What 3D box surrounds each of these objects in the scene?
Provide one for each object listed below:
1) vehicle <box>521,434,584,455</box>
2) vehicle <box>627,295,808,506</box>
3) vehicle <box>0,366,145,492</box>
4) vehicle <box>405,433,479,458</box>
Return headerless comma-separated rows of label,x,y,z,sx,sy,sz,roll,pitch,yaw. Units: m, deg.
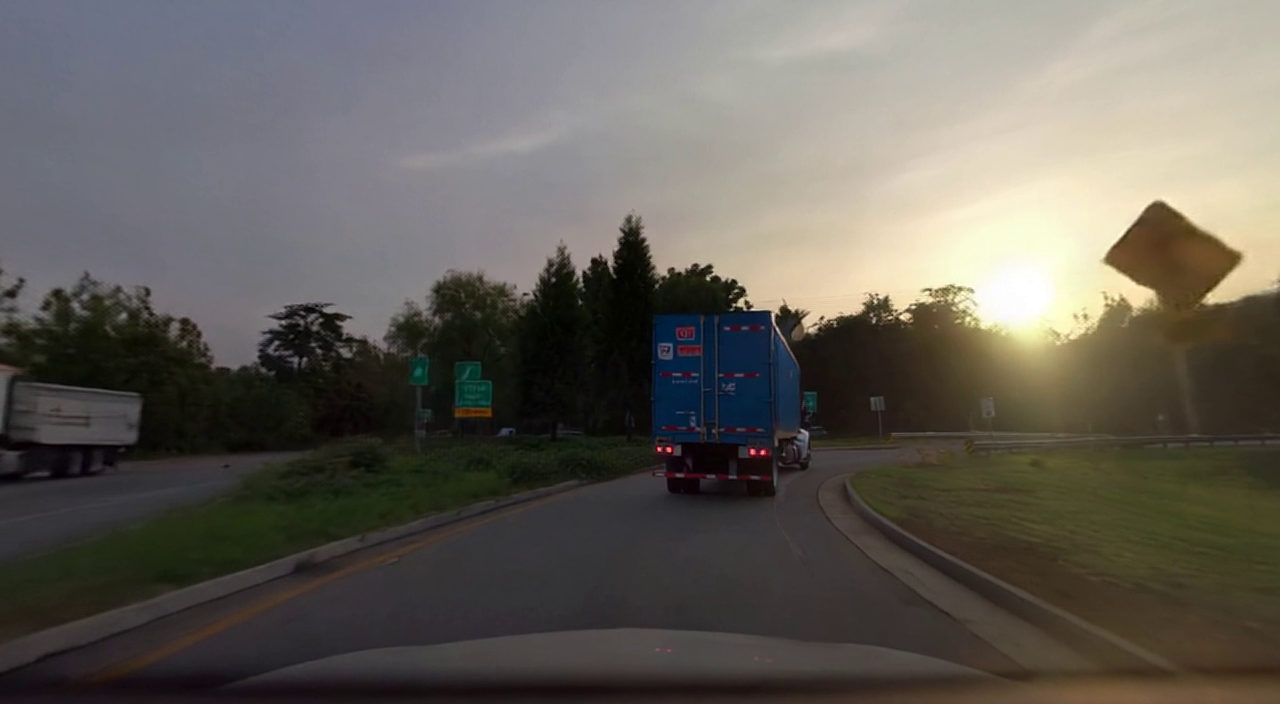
vehicle,-6.500,6.844,46.723,4.350,1.410,1.726,2,-8,-21
vehicle,2.481,1.453,15.714,2.937,3.647,9.344,-3,-8,16
vehicle,-20.360,2.488,19.832,2.783,3.629,10.707,1,-8,-12
vehicle,-13.666,6.430,43.535,4.578,1.573,1.806,3,-9,-28
